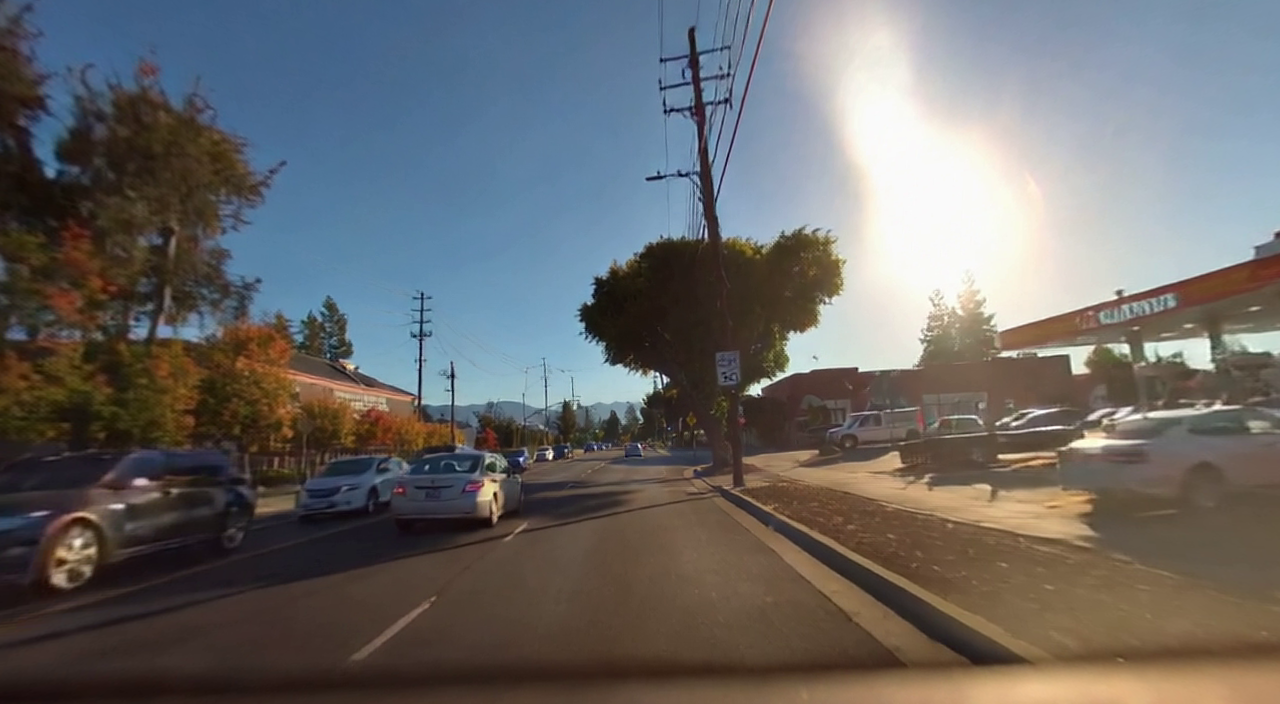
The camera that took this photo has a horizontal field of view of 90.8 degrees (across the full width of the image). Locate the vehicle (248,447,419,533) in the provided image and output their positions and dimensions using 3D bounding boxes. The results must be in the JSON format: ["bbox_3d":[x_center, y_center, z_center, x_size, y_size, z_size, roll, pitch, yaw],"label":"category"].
[{"bbox_3d":[-6.719,3.007,14.514,1.863,1.506,4.597,-3,-8,-3],"label":"vehicle"}]

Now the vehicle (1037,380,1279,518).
[{"bbox_3d":[8.170,1.350,9.013,4.713,1.518,2.035,4,-9,-27],"label":"vehicle"}]

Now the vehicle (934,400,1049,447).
[{"bbox_3d":[19.778,4.119,35.892,4.982,2.516,2.697,-2,-8,11],"label":"vehicle"}]

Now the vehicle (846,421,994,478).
[{"bbox_3d":[7.934,2.730,17.853,4.000,1.440,1.746,5,-9,-30],"label":"vehicle"}]

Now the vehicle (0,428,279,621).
[{"bbox_3d":[-6.772,1.833,7.650,1.877,1.742,4.919,0,-8,0],"label":"vehicle"}]

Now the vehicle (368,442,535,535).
[{"bbox_3d":[-3.417,2.529,12.478,1.943,1.455,4.414,0,-8,0],"label":"vehicle"}]
